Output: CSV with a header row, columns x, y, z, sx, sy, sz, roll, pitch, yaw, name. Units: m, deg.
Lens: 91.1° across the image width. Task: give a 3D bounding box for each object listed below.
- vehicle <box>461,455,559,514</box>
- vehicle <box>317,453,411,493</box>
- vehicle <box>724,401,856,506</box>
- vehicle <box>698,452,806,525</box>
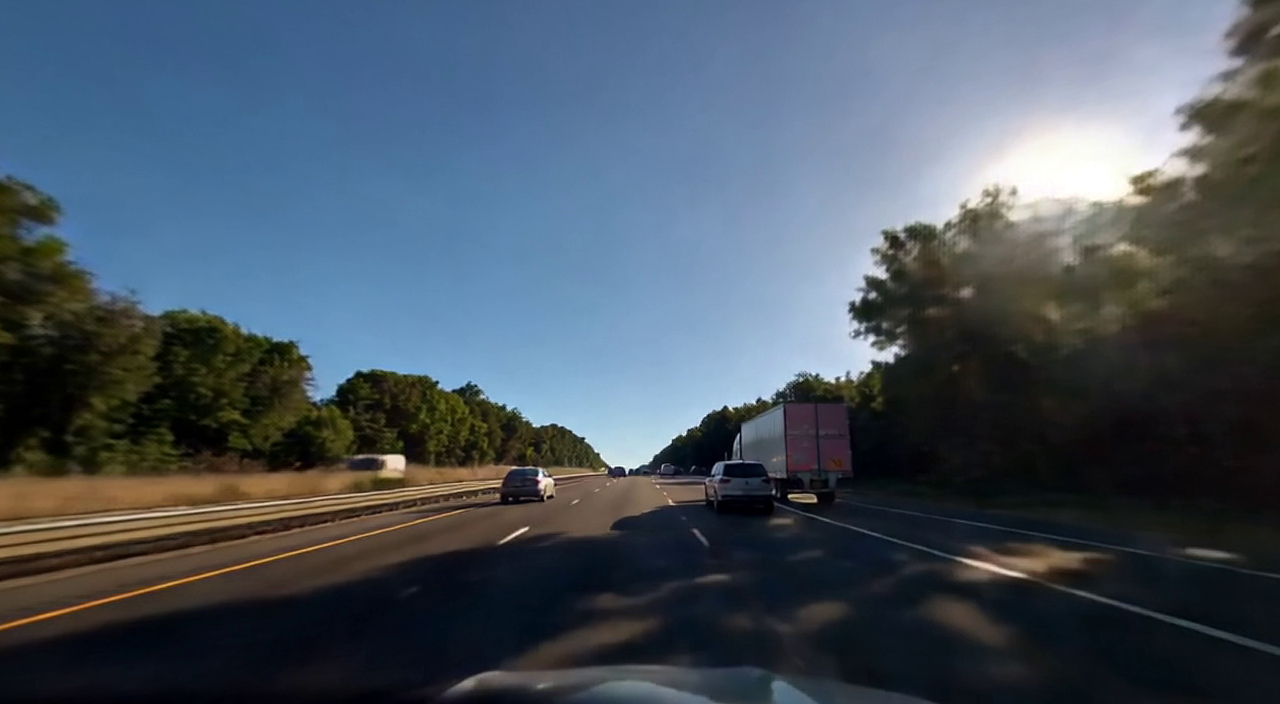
x,y,z,sx,sy,sz,roll,pitch,yaw,name
-3.812,3.973,19.175,2.025,1.547,4.150,1,-10,1,vehicle
-12.093,5.340,27.926,1.999,1.570,4.653,1,-10,0,vehicle
7.151,5.600,33.845,2.883,4.151,17.144,1,-10,0,vehicle
2.886,3.678,17.309,2.050,1.708,4.457,1,-10,-1,vehicle
